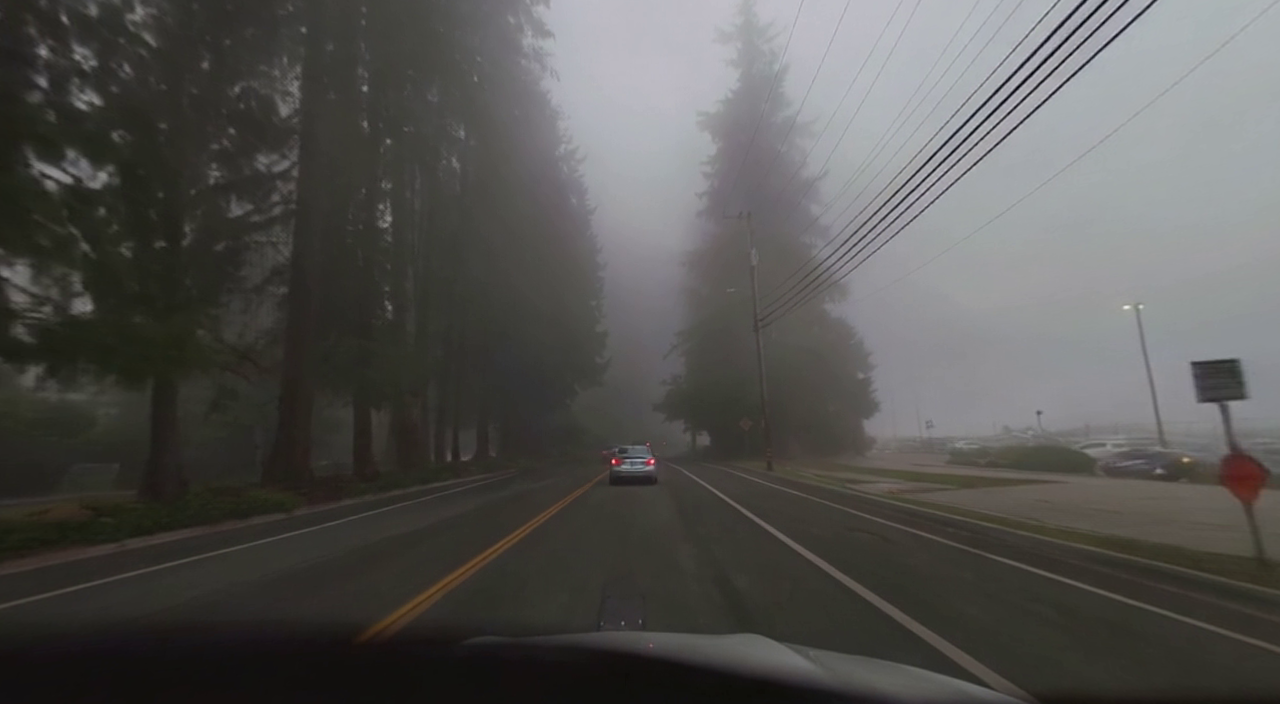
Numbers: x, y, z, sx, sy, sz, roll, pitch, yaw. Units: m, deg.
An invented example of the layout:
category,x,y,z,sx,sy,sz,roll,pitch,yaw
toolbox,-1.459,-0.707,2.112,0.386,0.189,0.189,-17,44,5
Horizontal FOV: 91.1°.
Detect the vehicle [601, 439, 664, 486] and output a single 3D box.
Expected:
category,x,y,z,sx,sy,sz,roll,pitch,yaw
vehicle,-0.239,3.774,21.736,1.991,1.463,3.988,0,-8,0
